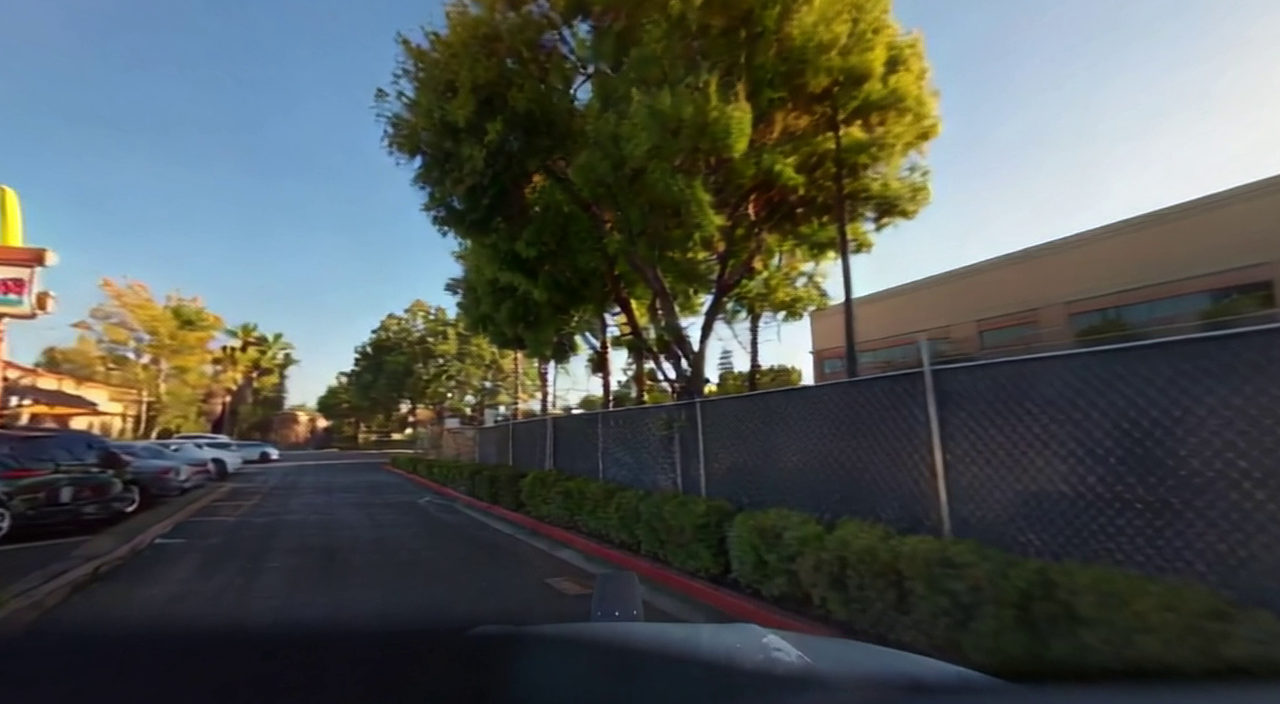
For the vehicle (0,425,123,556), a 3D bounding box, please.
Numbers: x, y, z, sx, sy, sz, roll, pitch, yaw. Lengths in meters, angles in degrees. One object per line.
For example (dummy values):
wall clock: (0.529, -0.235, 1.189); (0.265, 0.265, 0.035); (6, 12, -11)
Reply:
vehicle: (-10.297, 1.897, 8.786); (4.304, 1.718, 1.936); (4, -9, -23)
